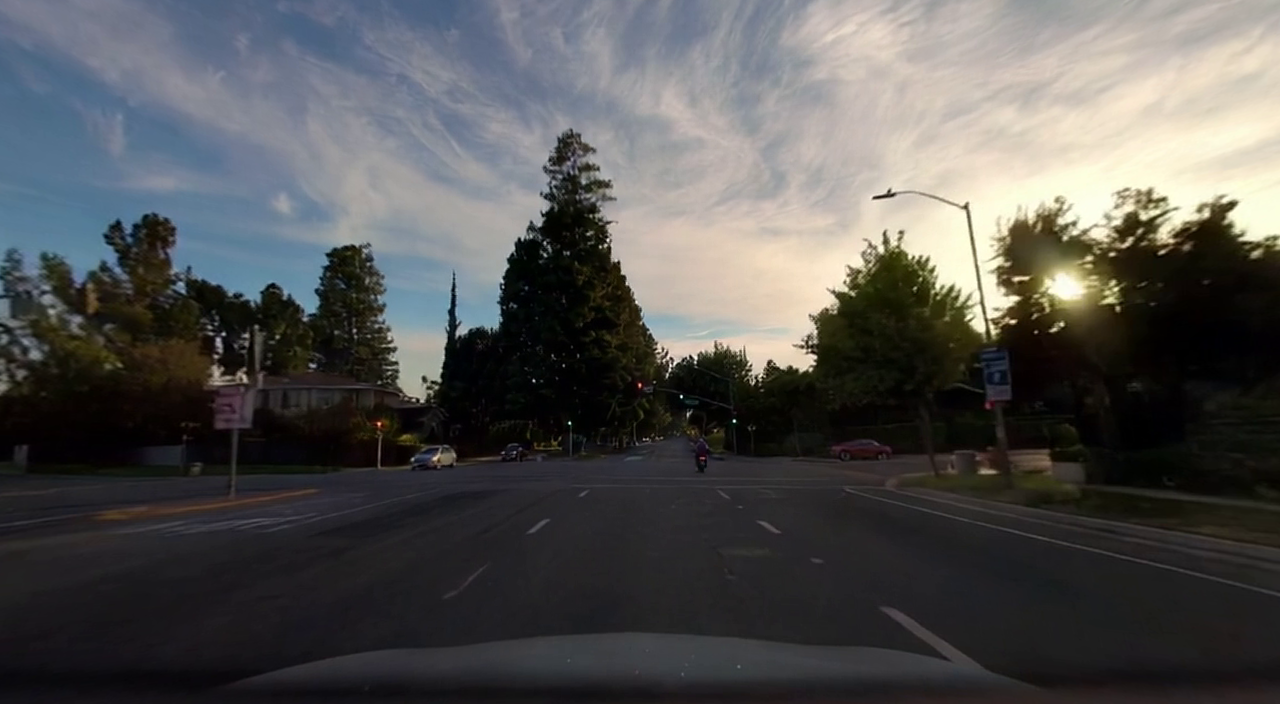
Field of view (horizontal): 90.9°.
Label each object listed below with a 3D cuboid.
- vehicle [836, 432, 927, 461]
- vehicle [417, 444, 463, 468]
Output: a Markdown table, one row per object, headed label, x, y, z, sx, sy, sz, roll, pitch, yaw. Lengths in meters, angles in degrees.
| label | x | y | z | sx | sy | sz | roll | pitch | yaw |
| --- | --- | --- | --- | --- | --- | --- | --- | --- | --- |
| vehicle | 15.459 | 6.077 | 40.602 | 4.947 | 1.771 | 2.222 | 0 | -8 | 0 |
| vehicle | -13.834 | 7.172 | 43.792 | 1.879 | 1.578 | 3.901 | 0 | -8 | 1 |
